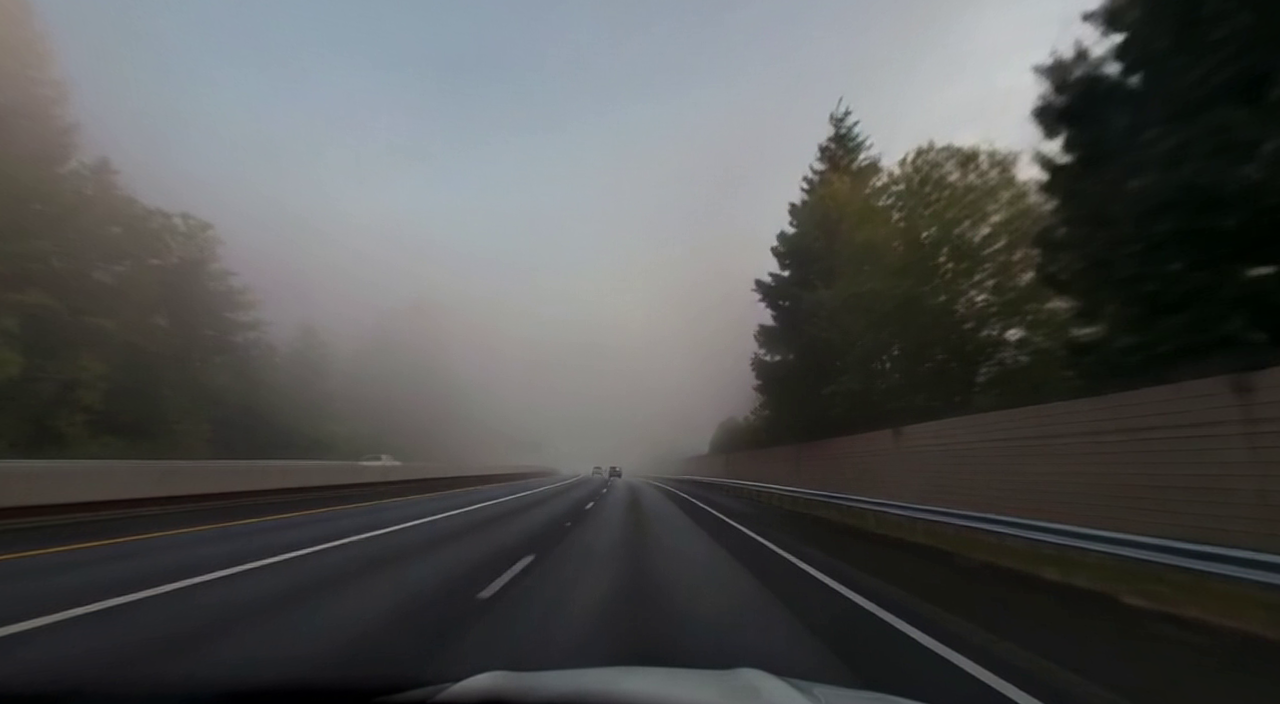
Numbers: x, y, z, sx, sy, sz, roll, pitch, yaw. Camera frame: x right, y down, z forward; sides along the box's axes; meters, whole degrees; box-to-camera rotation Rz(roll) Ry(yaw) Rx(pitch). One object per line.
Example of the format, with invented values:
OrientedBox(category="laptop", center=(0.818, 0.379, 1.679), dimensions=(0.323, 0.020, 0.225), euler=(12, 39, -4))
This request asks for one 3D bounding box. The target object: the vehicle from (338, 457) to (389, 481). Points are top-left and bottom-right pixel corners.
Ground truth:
OrientedBox(category="vehicle", center=(-17.396, 7.386, 39.793), dimensions=(1.653, 1.448, 3.549), euler=(1, -10, -1))
